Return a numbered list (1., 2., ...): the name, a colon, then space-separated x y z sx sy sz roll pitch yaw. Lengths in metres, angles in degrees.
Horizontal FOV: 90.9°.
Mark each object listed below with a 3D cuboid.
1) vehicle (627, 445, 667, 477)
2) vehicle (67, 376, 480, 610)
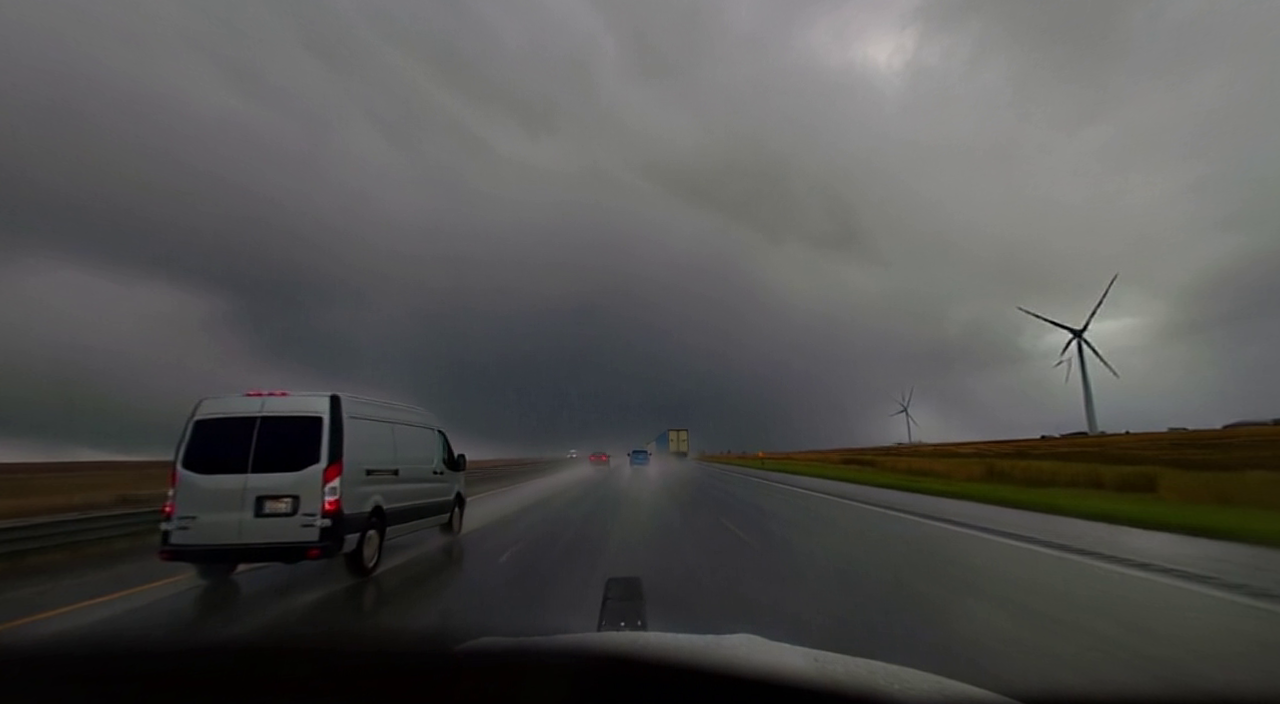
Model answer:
1. vehicle: 0.378 6.084 35.363 2.083 1.689 4.083 0 -9 1
2. vehicle: -3.736 1.564 7.789 2.238 1.984 4.650 0 -9 0
